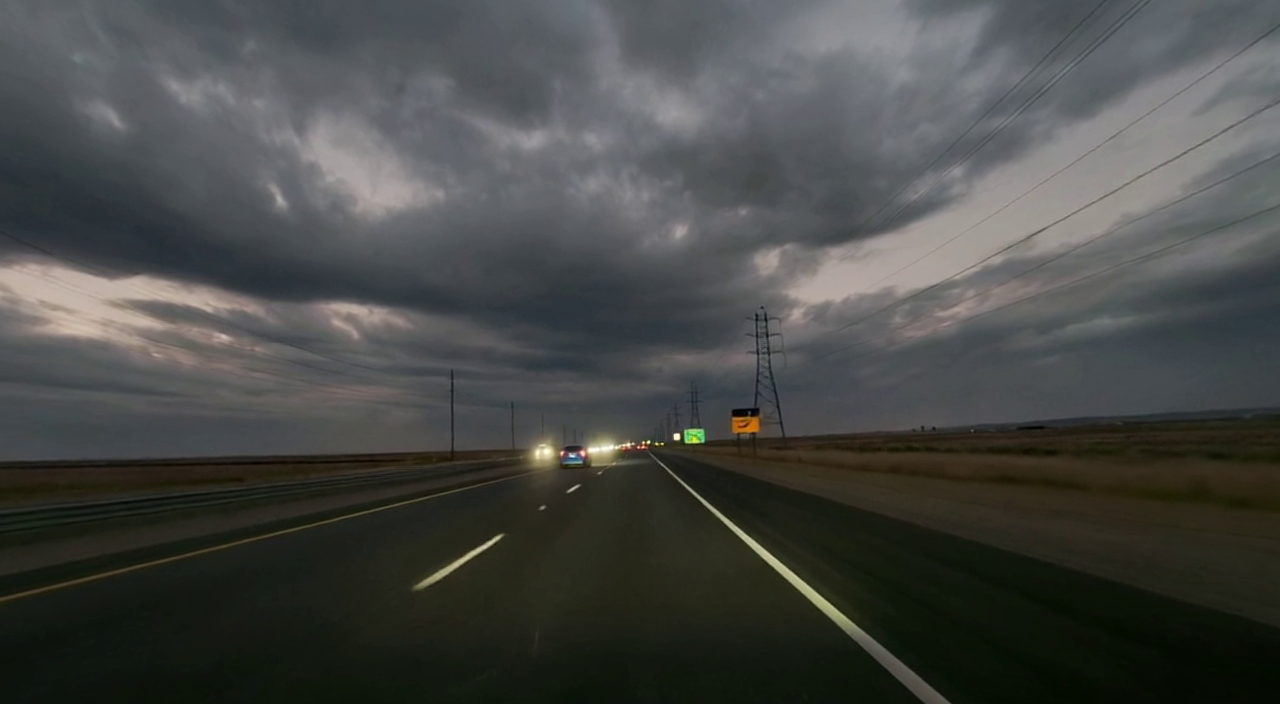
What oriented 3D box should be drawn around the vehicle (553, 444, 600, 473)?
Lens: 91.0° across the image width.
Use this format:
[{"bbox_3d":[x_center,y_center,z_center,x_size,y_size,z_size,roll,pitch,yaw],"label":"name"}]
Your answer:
[{"bbox_3d":[-3.534,6.062,35.973,2.106,1.543,4.465,0,-9,1],"label":"vehicle"}]
